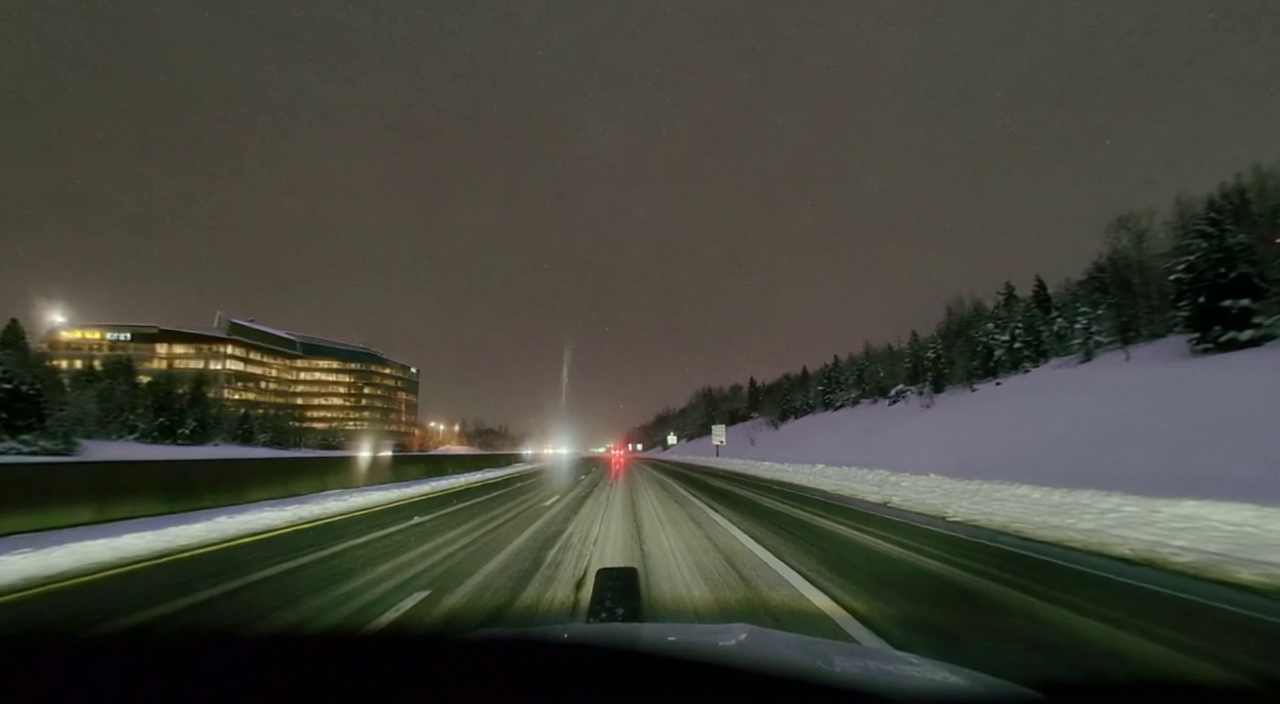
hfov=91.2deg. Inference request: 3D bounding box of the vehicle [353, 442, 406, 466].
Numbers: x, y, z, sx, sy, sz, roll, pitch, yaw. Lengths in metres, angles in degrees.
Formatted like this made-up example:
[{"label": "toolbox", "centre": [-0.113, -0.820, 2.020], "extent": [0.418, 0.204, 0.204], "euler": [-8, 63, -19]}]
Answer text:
[{"label": "vehicle", "centre": [-18.000, 7.060, 43.487], "extent": [1.898, 1.557, 4.267], "euler": [0, -9, 0]}]
